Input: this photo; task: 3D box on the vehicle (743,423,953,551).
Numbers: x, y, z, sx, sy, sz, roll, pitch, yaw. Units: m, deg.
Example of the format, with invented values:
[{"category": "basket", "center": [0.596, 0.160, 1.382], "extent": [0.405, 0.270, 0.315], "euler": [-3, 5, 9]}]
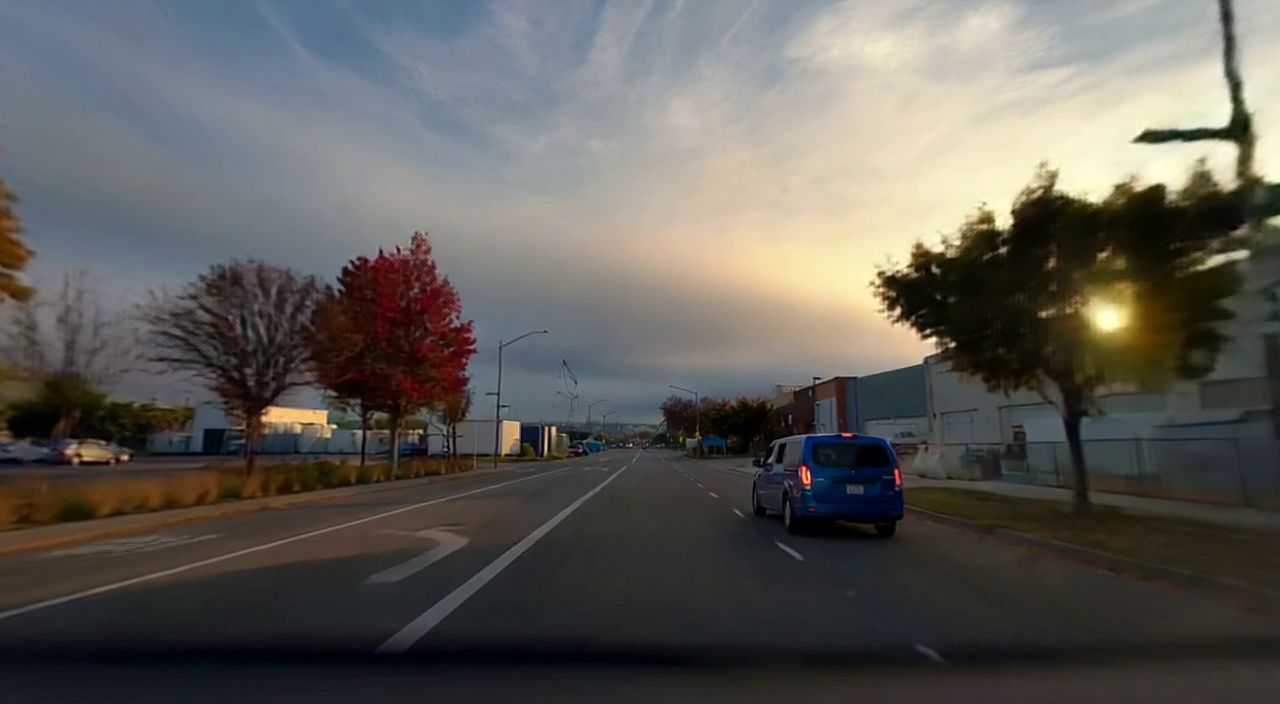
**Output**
[{"category": "vehicle", "center": [3.415, 2.319, 11.590], "extent": [2.202, 1.822, 4.826], "euler": [0, -8, 0]}]
